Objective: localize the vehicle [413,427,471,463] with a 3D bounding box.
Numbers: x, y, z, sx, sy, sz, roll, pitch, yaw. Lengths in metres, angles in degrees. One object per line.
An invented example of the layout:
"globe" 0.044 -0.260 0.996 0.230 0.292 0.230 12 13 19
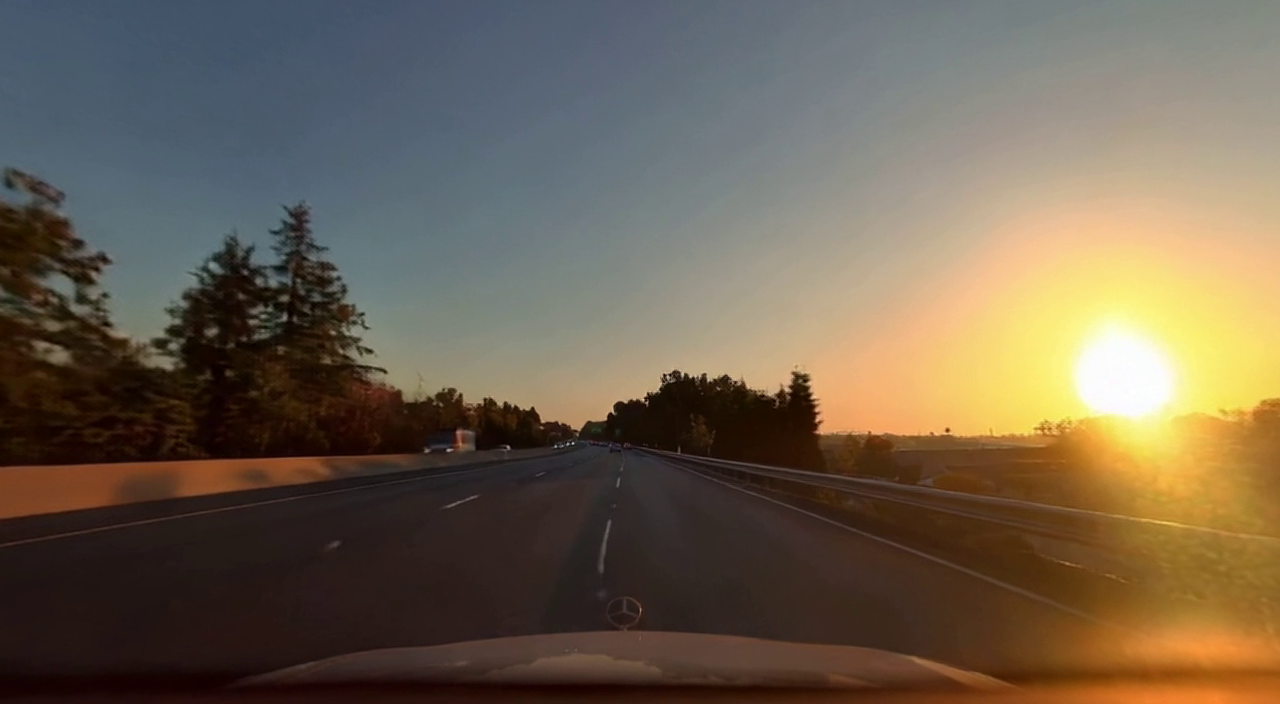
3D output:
"vehicle" -15.363 7.286 49.466 2.435 2.624 6.451 0 -9 0
